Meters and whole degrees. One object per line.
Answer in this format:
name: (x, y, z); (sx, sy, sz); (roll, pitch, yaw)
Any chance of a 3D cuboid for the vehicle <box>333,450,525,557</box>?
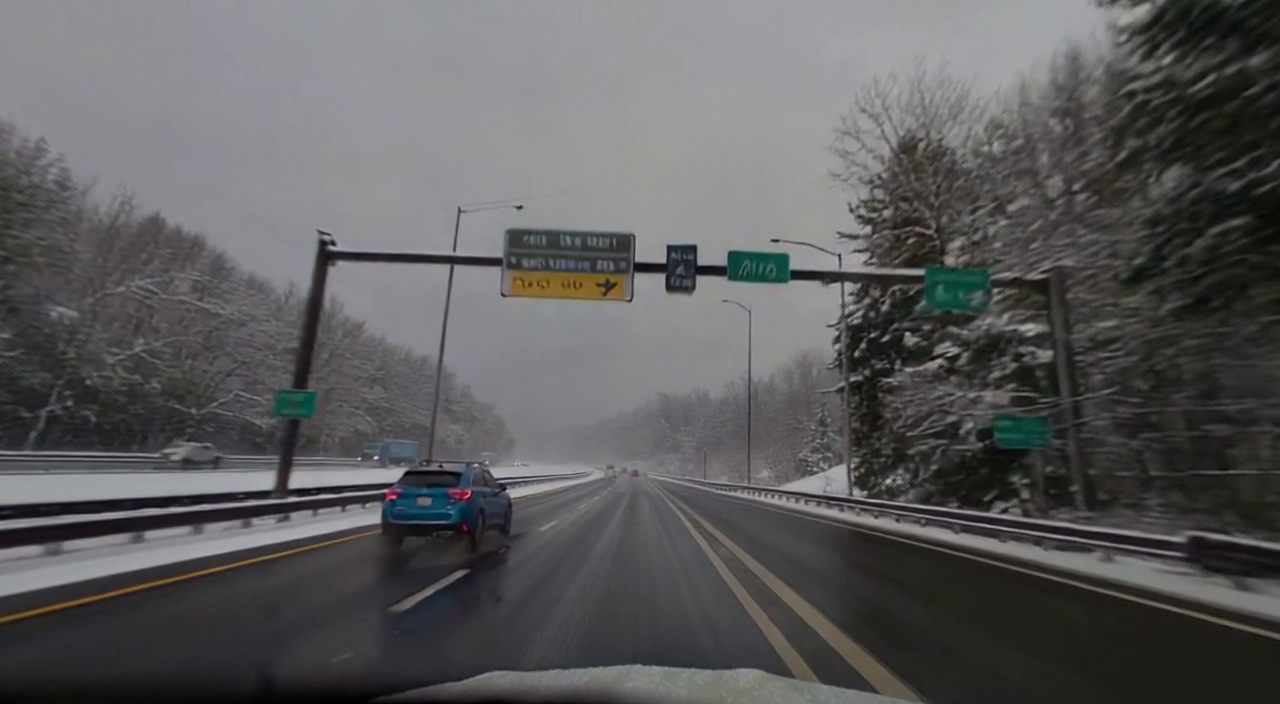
vehicle: (-3.565, 2.676, 11.681); (1.967, 1.556, 4.364); (1, -10, 1)
